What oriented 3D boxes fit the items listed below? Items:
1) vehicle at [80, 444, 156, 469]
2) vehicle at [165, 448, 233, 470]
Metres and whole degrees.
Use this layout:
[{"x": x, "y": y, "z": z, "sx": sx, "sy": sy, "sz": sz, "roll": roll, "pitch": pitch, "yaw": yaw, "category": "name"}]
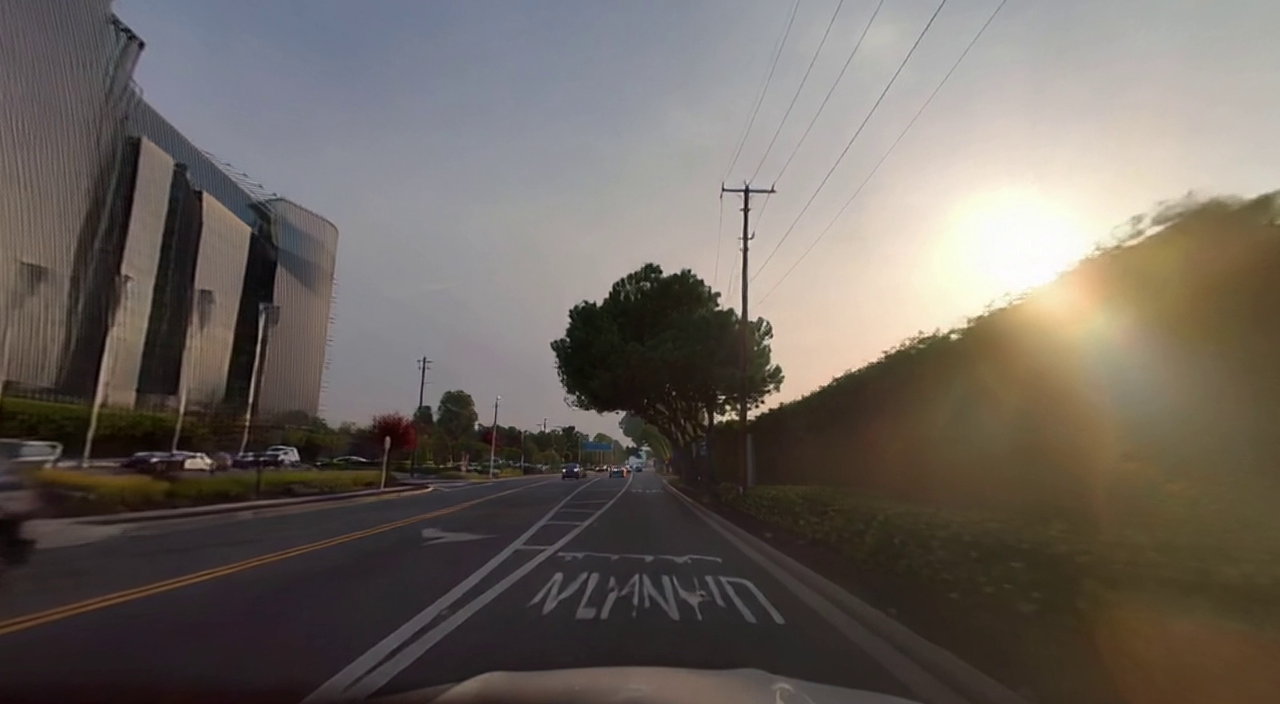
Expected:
[{"x": -32.677, "y": 6.541, "z": 39.318, "sx": 3.977, "sy": 1.439, "sz": 1.775, "roll": -3, "pitch": -11, "yaw": 20, "category": "vehicle"}, {"x": -30.846, "y": 7.479, "z": 43.967, "sx": 3.795, "sy": 1.474, "sz": 1.828, "roll": -3, "pitch": -11, "yaw": 19, "category": "vehicle"}]
